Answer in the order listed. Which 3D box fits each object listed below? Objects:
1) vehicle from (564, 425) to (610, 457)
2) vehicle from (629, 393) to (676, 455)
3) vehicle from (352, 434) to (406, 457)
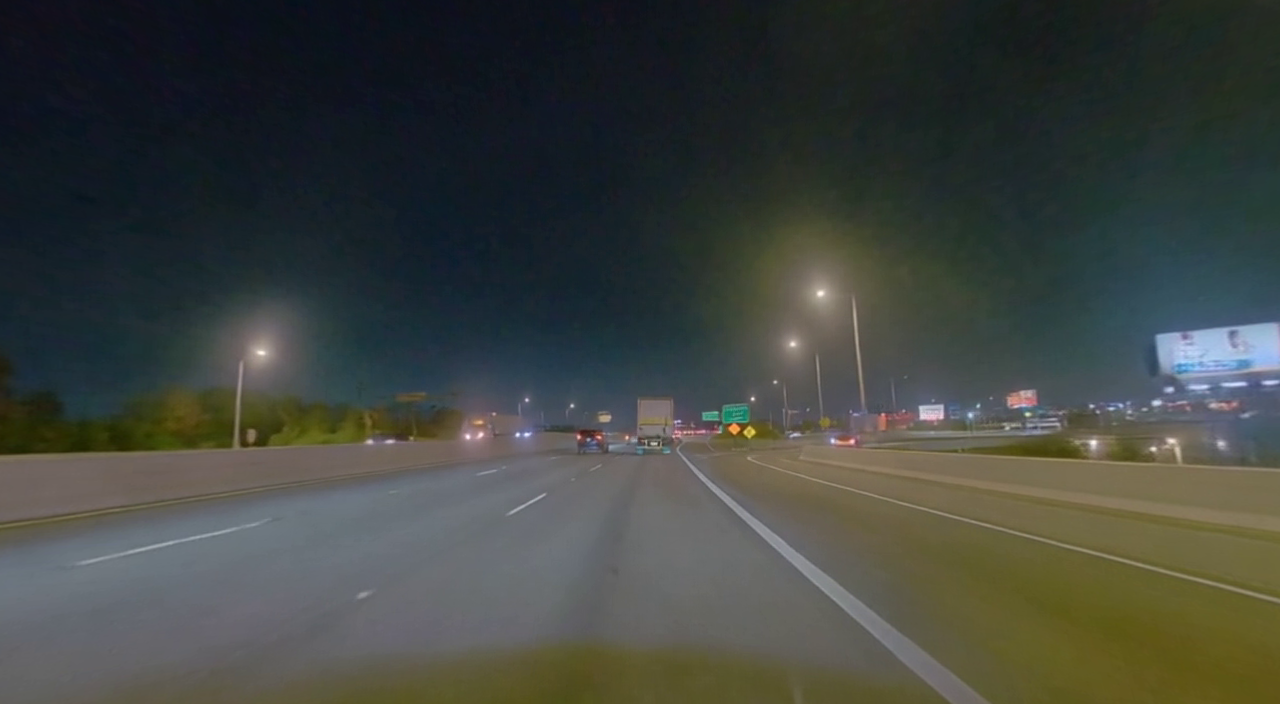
[{"bbox_3d":[-3.088,5.309,37.495,2.119,1.787,4.655,-1,-8,3],"label":"vehicle"},{"bbox_3d":[0.970,5.354,45.995,3.024,4.019,10.605,0,-8,2],"label":"vehicle"},{"bbox_3d":[-18.866,6.745,45.583,1.879,1.549,4.119,-1,-8,4],"label":"vehicle"}]
